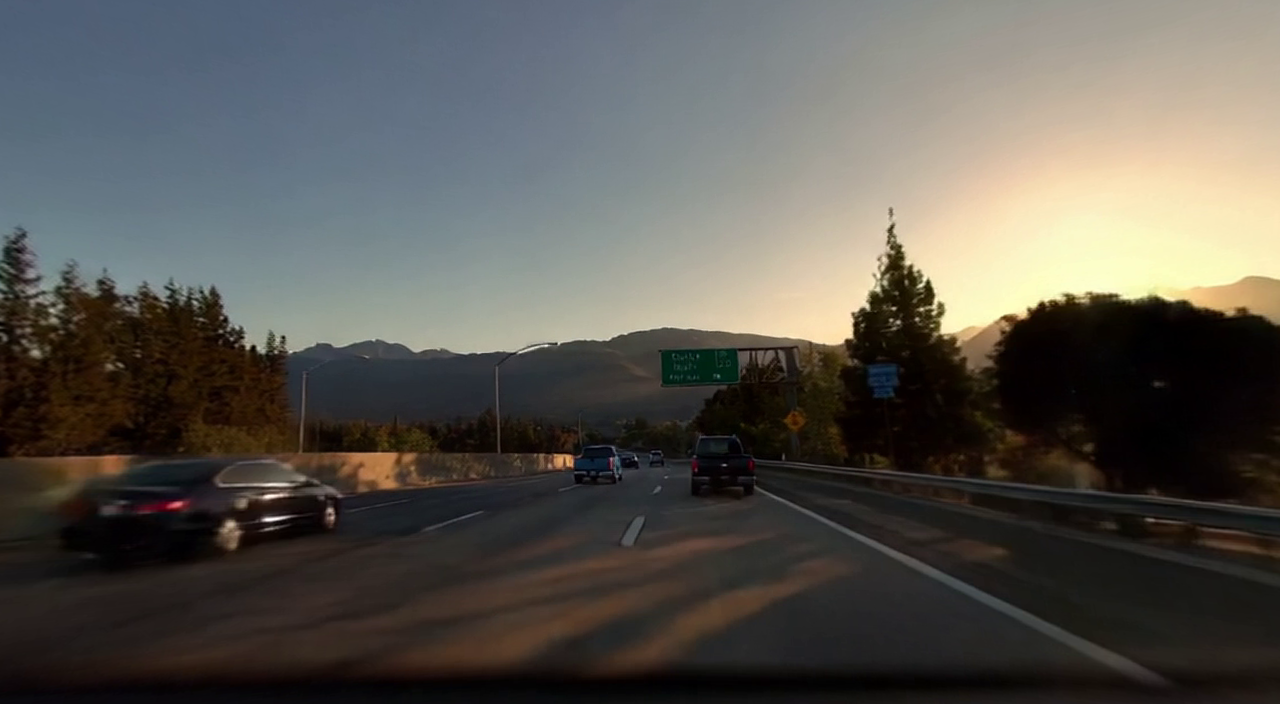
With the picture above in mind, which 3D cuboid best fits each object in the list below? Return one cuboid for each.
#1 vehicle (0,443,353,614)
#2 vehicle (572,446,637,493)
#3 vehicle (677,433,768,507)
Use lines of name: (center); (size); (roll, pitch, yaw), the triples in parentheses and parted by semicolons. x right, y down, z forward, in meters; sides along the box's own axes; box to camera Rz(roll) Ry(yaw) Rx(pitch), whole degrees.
vehicle: (-6.001, 1.967, 8.169); (2.109, 1.530, 4.646); (-1, -9, 4)
vehicle: (-1.240, 4.350, 23.772); (1.959, 1.604, 4.065); (-1, -9, 3)
vehicle: (2.236, 3.384, 18.680); (2.229, 1.837, 5.387); (-1, -9, 3)
